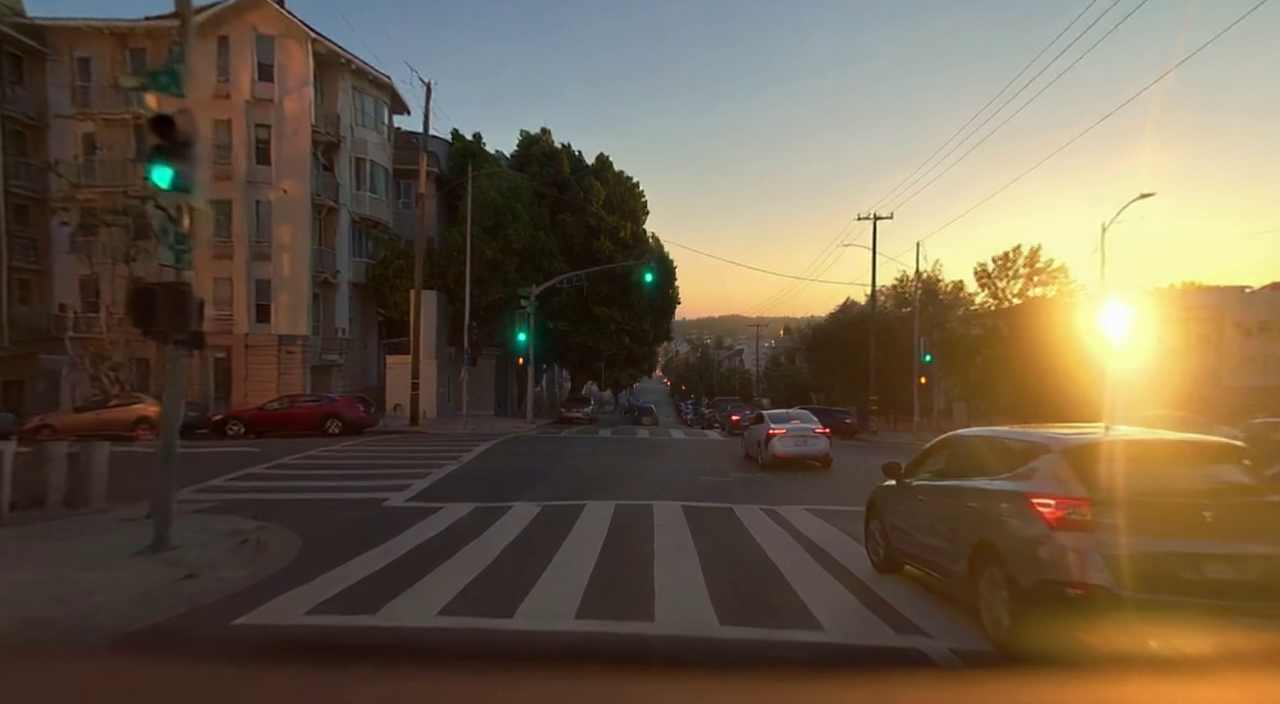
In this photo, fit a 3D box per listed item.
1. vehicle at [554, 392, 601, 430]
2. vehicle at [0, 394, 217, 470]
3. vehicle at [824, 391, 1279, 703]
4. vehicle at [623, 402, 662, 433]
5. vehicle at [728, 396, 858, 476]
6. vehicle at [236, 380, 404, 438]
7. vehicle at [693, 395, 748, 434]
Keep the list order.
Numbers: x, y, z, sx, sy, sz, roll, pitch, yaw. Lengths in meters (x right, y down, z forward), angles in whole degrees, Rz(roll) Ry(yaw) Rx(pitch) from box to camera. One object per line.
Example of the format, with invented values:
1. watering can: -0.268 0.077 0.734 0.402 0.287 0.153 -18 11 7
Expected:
1. vehicle: -2.841 2.784 29.246 1.878 1.521 3.697 0 -8 -1
2. vehicle: -12.345 1.735 14.085 4.507 1.455 1.927 -1 -1 2
3. vehicle: 3.071 1.199 4.590 2.055 1.450 4.676 0 -8 0
4. vehicle: 0.149 3.496 33.227 1.923 1.460 3.923 0 -8 1
5. vehicle: 3.279 1.785 14.350 1.970 1.490 4.016 0 -3 0
6. vehicle: -10.314 1.916 20.596 4.304 1.755 2.083 -1 -8 1
7. vehicle: 3.769 3.048 30.209 2.093 1.655 4.327 0 -8 0
